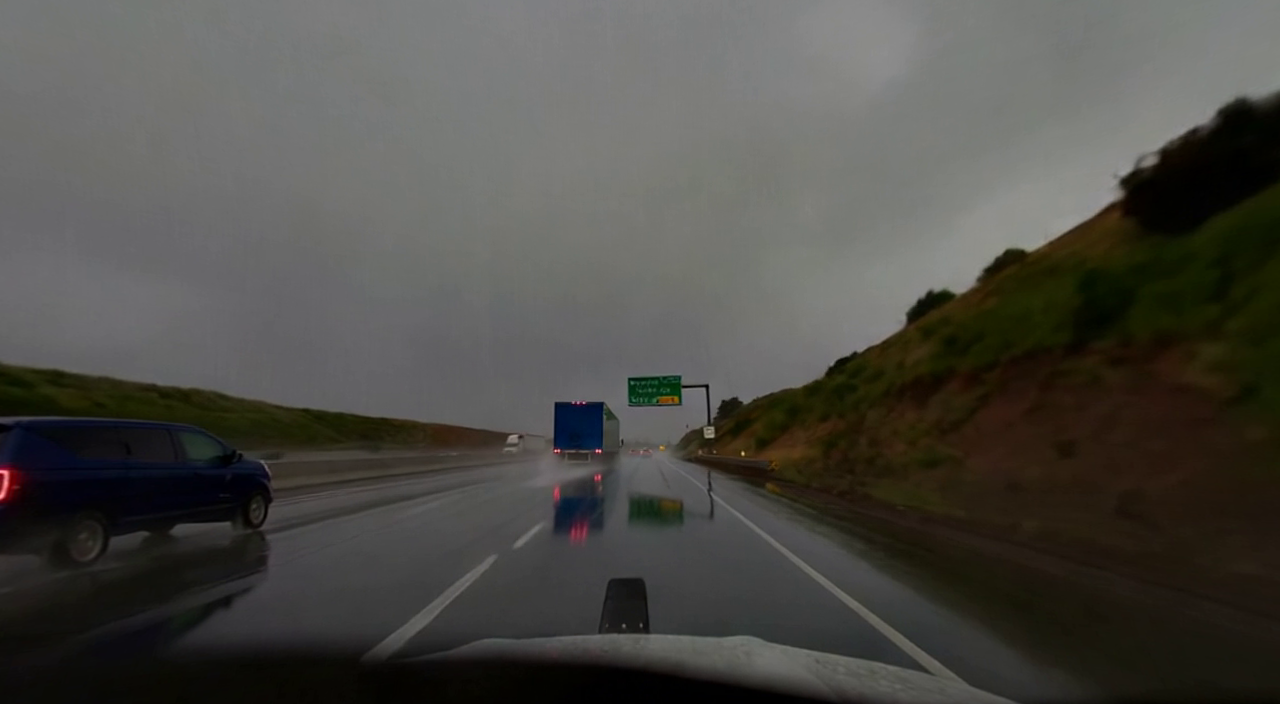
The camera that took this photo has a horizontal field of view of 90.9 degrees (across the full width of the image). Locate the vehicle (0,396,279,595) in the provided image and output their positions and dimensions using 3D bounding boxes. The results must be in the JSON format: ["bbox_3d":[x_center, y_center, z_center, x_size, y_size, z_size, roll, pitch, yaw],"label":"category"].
[{"bbox_3d":[-7.145,1.628,7.857,2.175,1.860,5.236,0,-8,0],"label":"vehicle"}]

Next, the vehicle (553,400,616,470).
[{"bbox_3d":[-3.565,5.982,44.683,2.893,4.073,15.281,0,-8,1],"label":"vehicle"}]
